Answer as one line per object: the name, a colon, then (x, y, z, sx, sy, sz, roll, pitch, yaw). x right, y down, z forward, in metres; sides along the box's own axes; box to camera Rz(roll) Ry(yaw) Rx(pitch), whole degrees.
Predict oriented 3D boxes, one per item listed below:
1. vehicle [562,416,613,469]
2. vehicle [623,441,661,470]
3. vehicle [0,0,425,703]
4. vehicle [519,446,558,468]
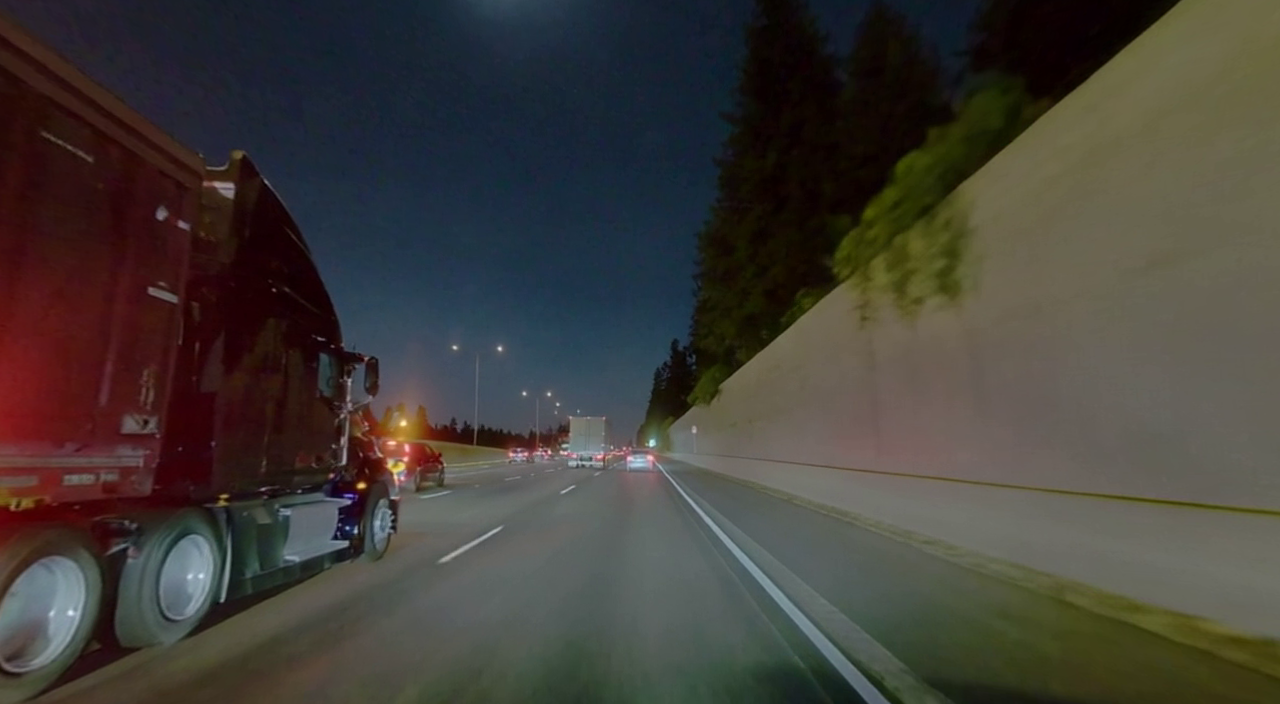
vehicle: (-3.546, 6.488, 44.857, 2.956, 3.331, 9.575, 0, -9, -1)
vehicle: (0.136, 6.219, 37.919, 2.178, 1.640, 4.071, 0, -9, 1)
vehicle: (-3.669, 0.013, 1.307, 3.025, 3.266, 9.256, 0, -9, 1)
vehicle: (-7.187, 7.455, 44.929, 1.962, 1.489, 4.002, 0, -9, 1)
